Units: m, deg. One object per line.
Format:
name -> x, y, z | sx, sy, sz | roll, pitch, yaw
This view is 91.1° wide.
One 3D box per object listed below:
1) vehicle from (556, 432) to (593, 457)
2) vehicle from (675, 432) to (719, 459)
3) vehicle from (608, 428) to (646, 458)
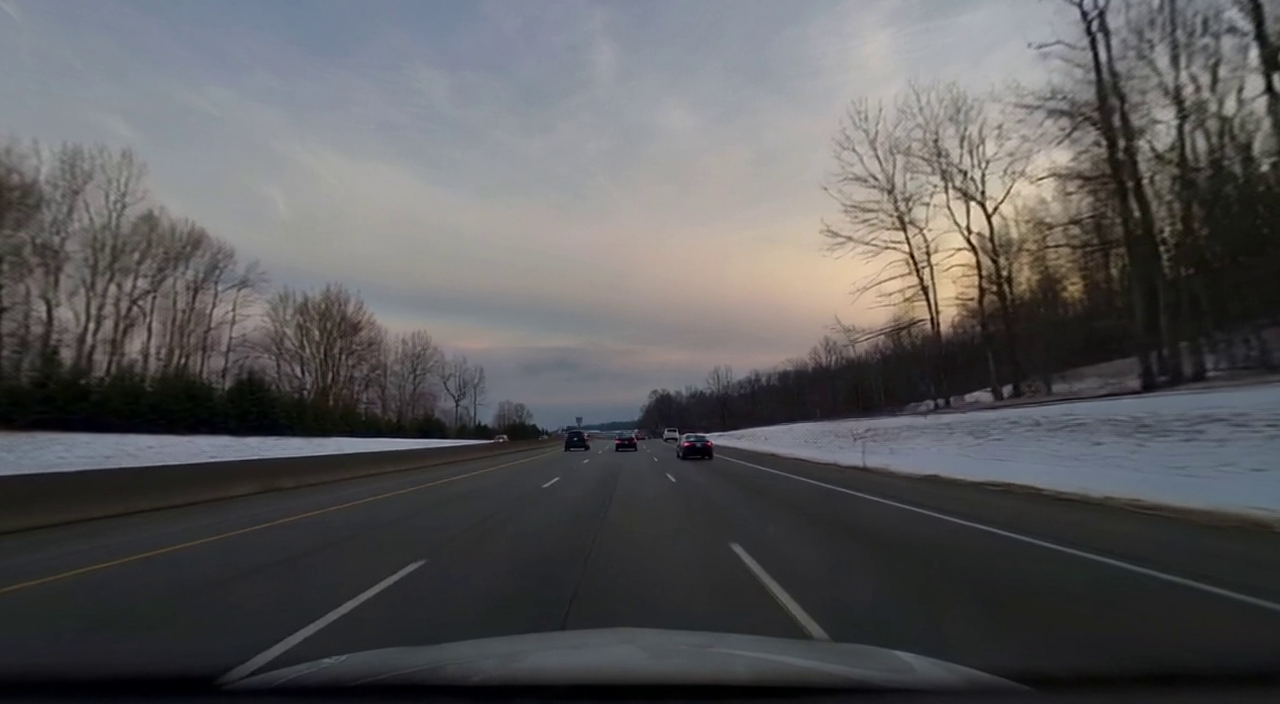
vehicle -> -4.189, 5.979, 40.727 | 2.041, 1.546, 4.080 | 0, -8, -1
vehicle -> 3.312, 5.510, 37.155 | 2.056, 1.479, 4.660 | 0, -8, -1
vehicle -> -0.777, 5.517, 38.113 | 2.182, 1.680, 4.253 | 0, -8, -1
